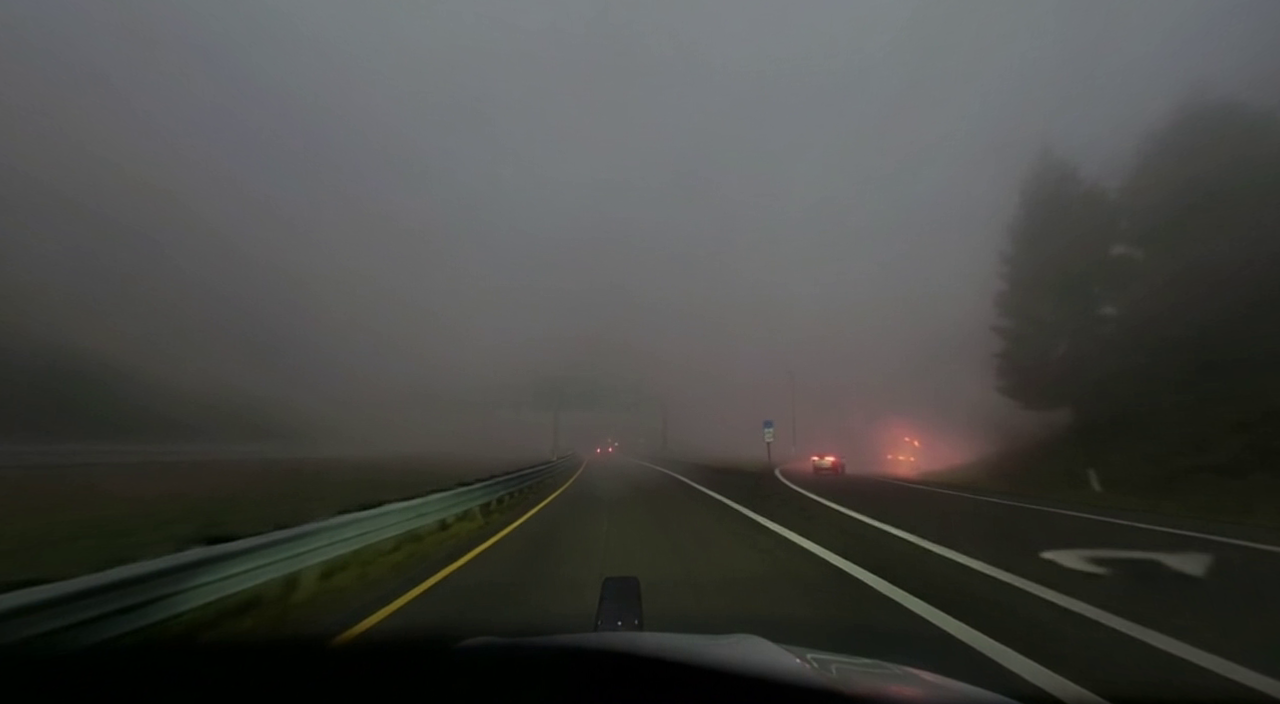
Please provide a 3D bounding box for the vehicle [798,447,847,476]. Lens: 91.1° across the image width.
[{"bbox_3d":[9.898,5.943,34.307,2.129,1.444,3.649,-2,-9,10],"label":"vehicle"}]
